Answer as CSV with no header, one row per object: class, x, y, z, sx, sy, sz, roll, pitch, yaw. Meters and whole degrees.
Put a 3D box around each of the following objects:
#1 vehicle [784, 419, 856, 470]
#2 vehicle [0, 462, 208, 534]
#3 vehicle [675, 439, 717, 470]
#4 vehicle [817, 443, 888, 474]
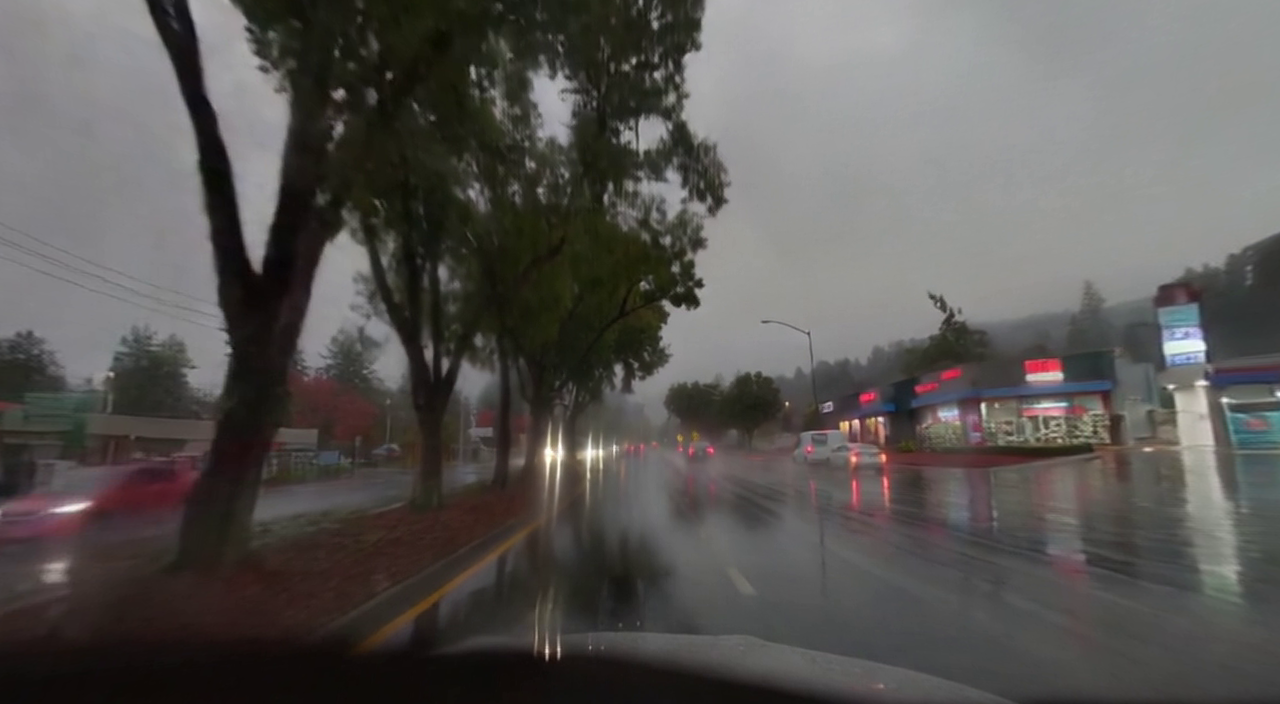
vehicle,10.552,5.497,37.553,2.507,2.745,5.779,0,-9,0
vehicle,-13.582,3.628,16.256,1.875,1.493,4.355,0,-9,-1
vehicle,3.178,5.903,36.551,1.957,1.643,4.226,0,-9,-1
vehicle,10.550,5.328,31.773,1.857,1.411,4.859,0,-9,0
